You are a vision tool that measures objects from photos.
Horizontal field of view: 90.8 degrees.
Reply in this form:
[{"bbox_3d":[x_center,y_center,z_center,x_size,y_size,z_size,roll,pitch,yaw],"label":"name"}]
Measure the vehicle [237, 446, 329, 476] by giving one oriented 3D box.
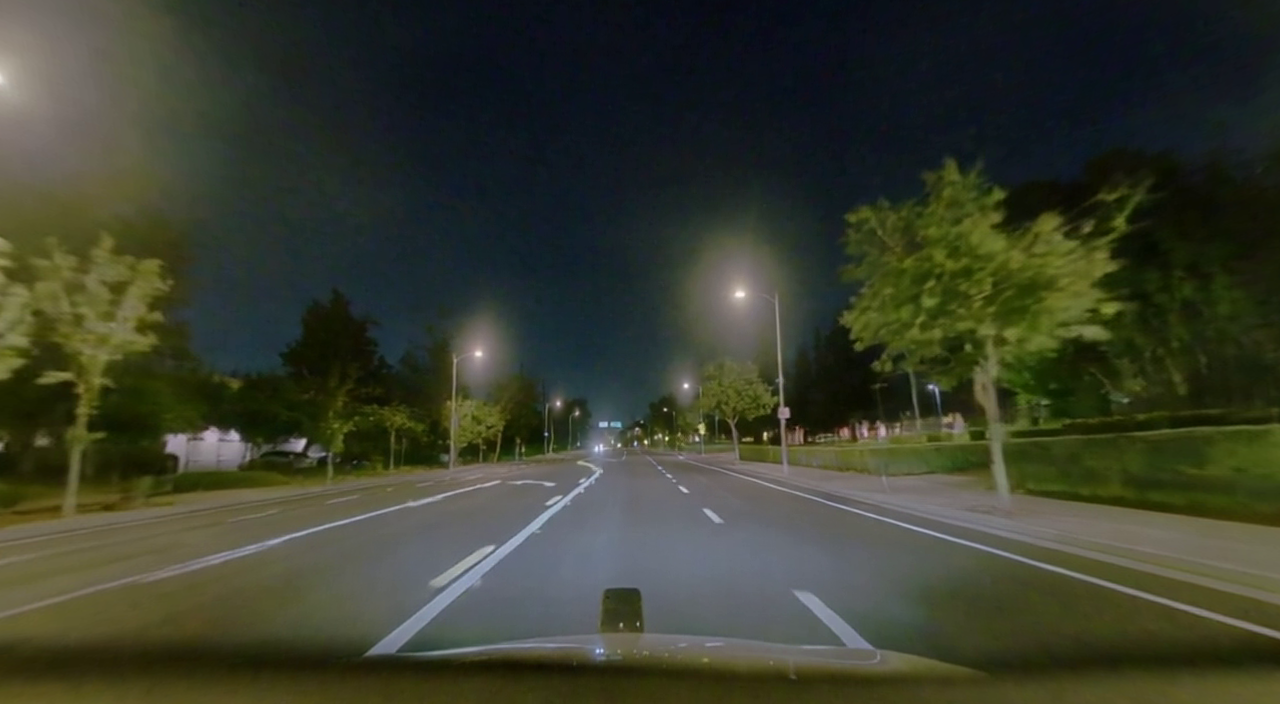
[{"bbox_3d":[-23.337,7.133,41.425,4.794,1.869,2.060,-1,-8,3],"label":"vehicle"}]
